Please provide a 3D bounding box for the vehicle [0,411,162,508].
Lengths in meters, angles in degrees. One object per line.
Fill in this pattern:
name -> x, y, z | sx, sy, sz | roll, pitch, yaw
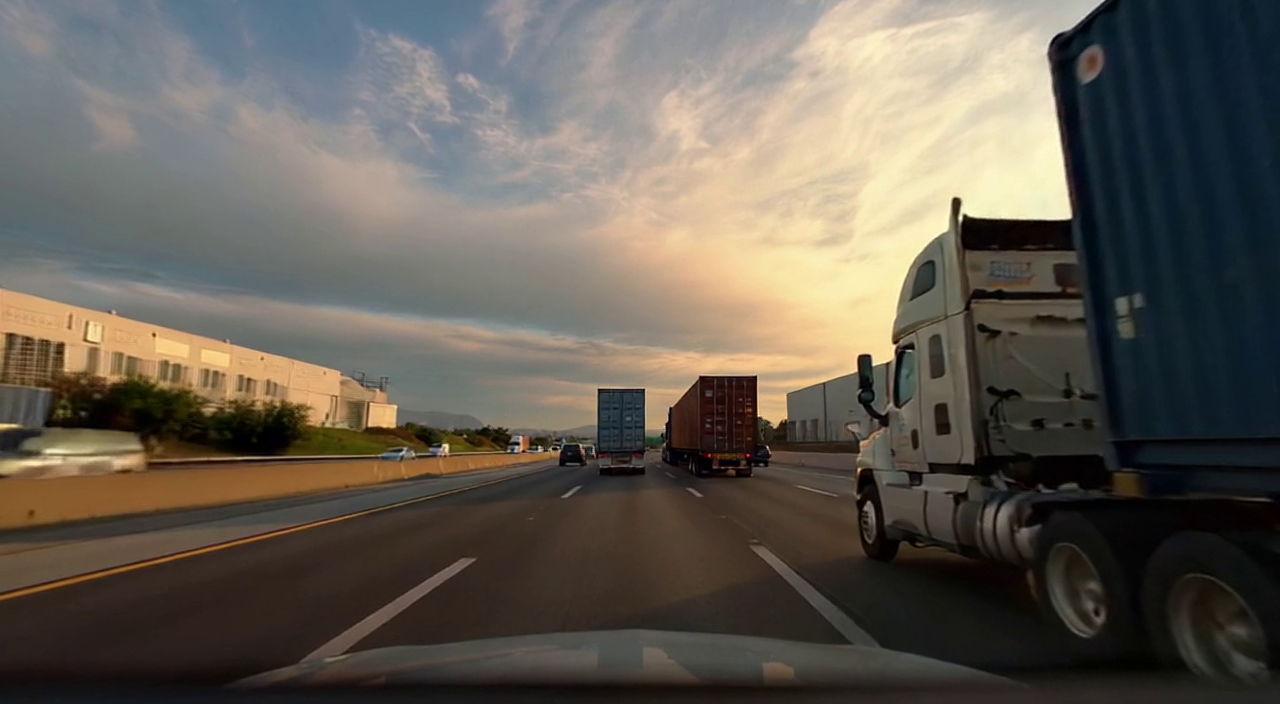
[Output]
vehicle -> -12.917, 2.149, 12.705 | 2.179, 1.779, 5.632 | 0, -9, 0

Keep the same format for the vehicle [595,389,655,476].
vehicle -> -0.824, 4.692, 35.965 | 2.841, 4.071, 12.046 | 0, -8, -1

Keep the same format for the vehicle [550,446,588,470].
vehicle -> -4.721, 7.134, 42.875 | 2.138, 1.478, 4.641 | 0, -9, -1

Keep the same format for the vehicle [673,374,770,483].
vehicle -> 3.392, 3.826, 30.324 | 2.803, 4.072, 12.744 | 0, -9, -1

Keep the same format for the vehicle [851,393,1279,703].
vehicle -> 3.149, 1.169, 4.057 | 2.073, 1.474, 4.320 | 0, -9, 0
